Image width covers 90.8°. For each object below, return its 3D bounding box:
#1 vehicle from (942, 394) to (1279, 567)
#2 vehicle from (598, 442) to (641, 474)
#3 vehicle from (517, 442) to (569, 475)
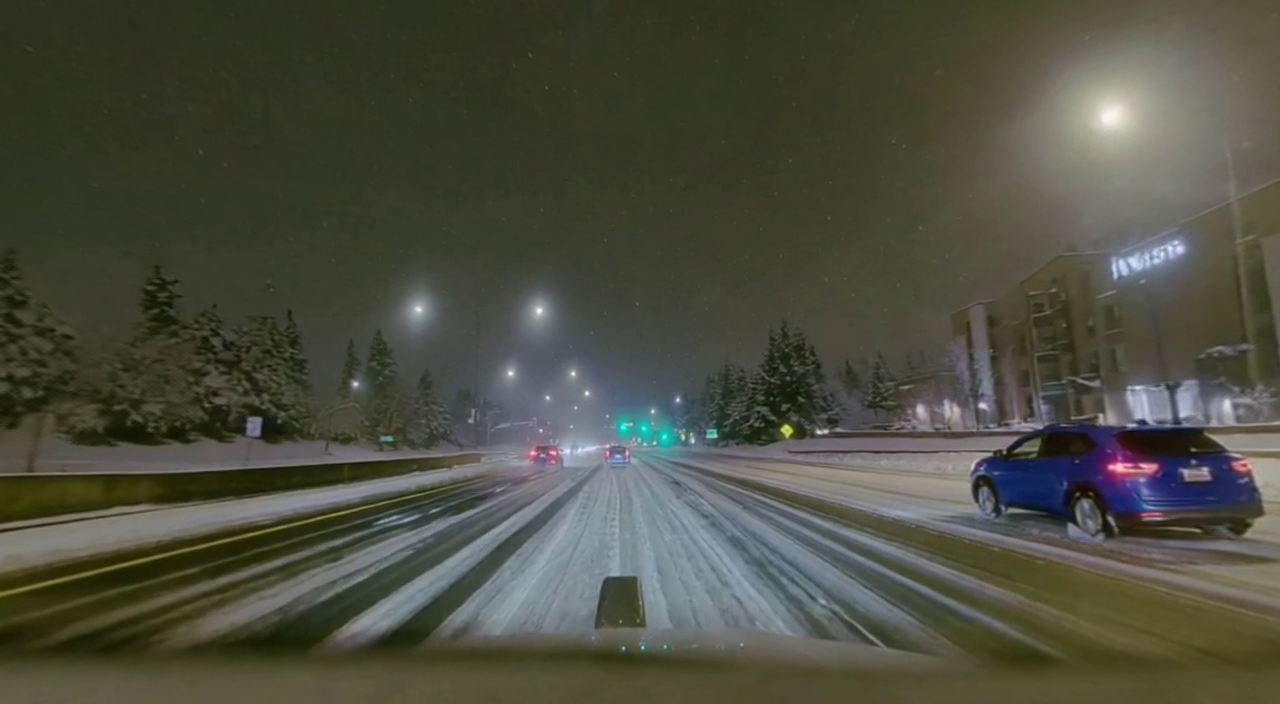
[{"bbox_3d":[6.612,1.698,9.077,2.028,1.801,4.741,0,-9,-2],"label":"vehicle"},{"bbox_3d":[-1.047,5.342,31.975,1.997,1.485,4.094,0,-9,-2],"label":"vehicle"},{"bbox_3d":[-4.689,5.210,31.205,1.886,1.465,4.625,0,-9,-1],"label":"vehicle"}]
